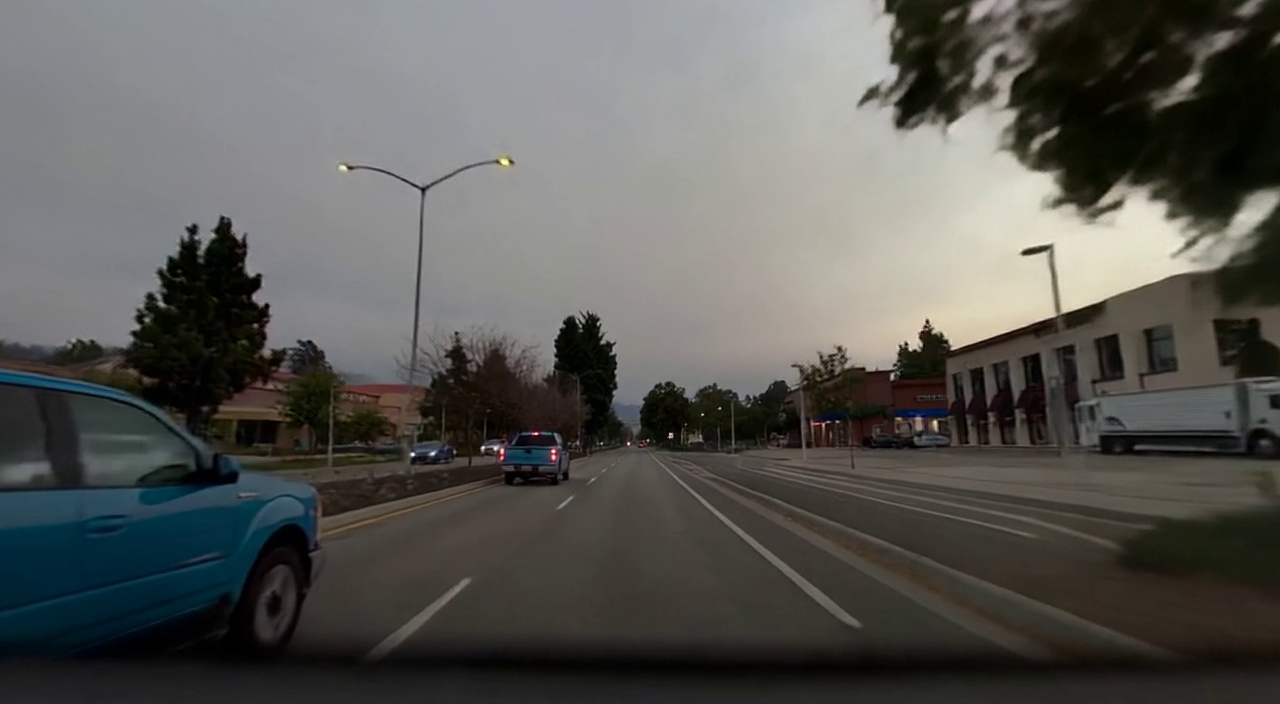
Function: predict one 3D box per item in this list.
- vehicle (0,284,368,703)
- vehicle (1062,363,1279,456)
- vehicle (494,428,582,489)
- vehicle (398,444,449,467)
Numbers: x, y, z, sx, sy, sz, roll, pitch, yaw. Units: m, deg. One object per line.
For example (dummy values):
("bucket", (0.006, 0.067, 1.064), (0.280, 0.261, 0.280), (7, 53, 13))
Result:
("vehicle", (-3.207, 0.693, 2.049), (2.277, 1.801, 5.250), (0, -8, 0))
("vehicle", (26.085, 2.940, 29.308), (2.948, 3.576, 13.937), (1, -8, -2))
("vehicle", (-3.281, 3.576, 21.510), (2.065, 1.790, 5.417), (0, -8, 1))
("vehicle", (-14.928, 7.127, 43.658), (2.047, 1.489, 4.216), (0, -8, 1))
